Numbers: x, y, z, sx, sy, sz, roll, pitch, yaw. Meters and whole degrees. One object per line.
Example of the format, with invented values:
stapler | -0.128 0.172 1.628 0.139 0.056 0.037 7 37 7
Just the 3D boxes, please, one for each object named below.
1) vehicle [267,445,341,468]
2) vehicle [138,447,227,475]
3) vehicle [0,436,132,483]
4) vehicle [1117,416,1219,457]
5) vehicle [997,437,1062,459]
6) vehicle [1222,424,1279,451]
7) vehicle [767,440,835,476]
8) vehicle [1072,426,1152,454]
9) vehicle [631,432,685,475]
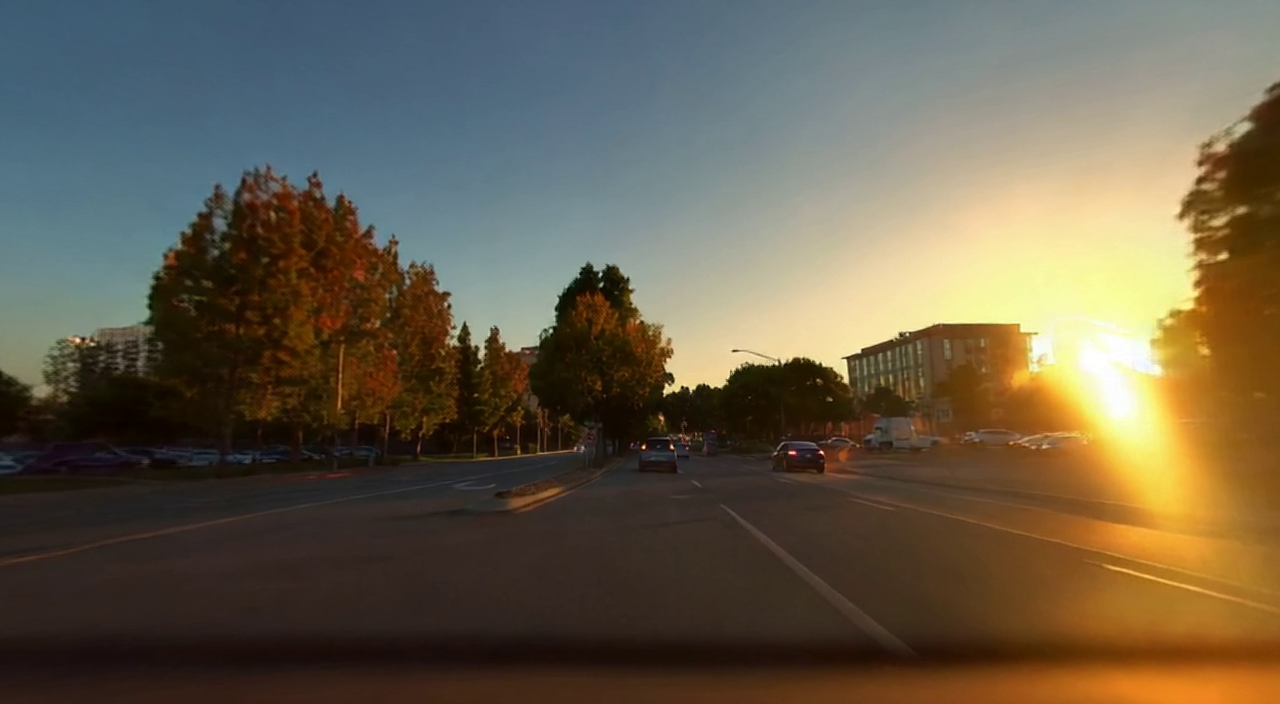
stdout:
vehicle | -26.280 8.178 49.510 4.541 1.676 2.063 0 -8 1
vehicle | -29.691 7.064 41.087 4.251 1.598 1.925 -2 -10 -2
vehicle | -30.323 5.614 33.221 5.278 2.181 1.993 -1 -6 -5
vehicle | 34.966 5.697 42.083 2.537 2.468 5.020 0 -9 3
vehicle | 26.533 6.565 43.184 1.887 1.419 4.191 0 -9 2
vehicle | 42.078 5.755 42.321 1.860 1.717 4.716 -1 -8 4
vehicle | 7.563 4.998 30.085 2.029 1.548 4.422 0 -8 -1
vehicle | 31.965 6.017 43.001 1.924 1.809 4.977 -1 -8 5
vehicle | 0.732 4.615 28.959 2.227 1.794 4.457 0 -8 -2
